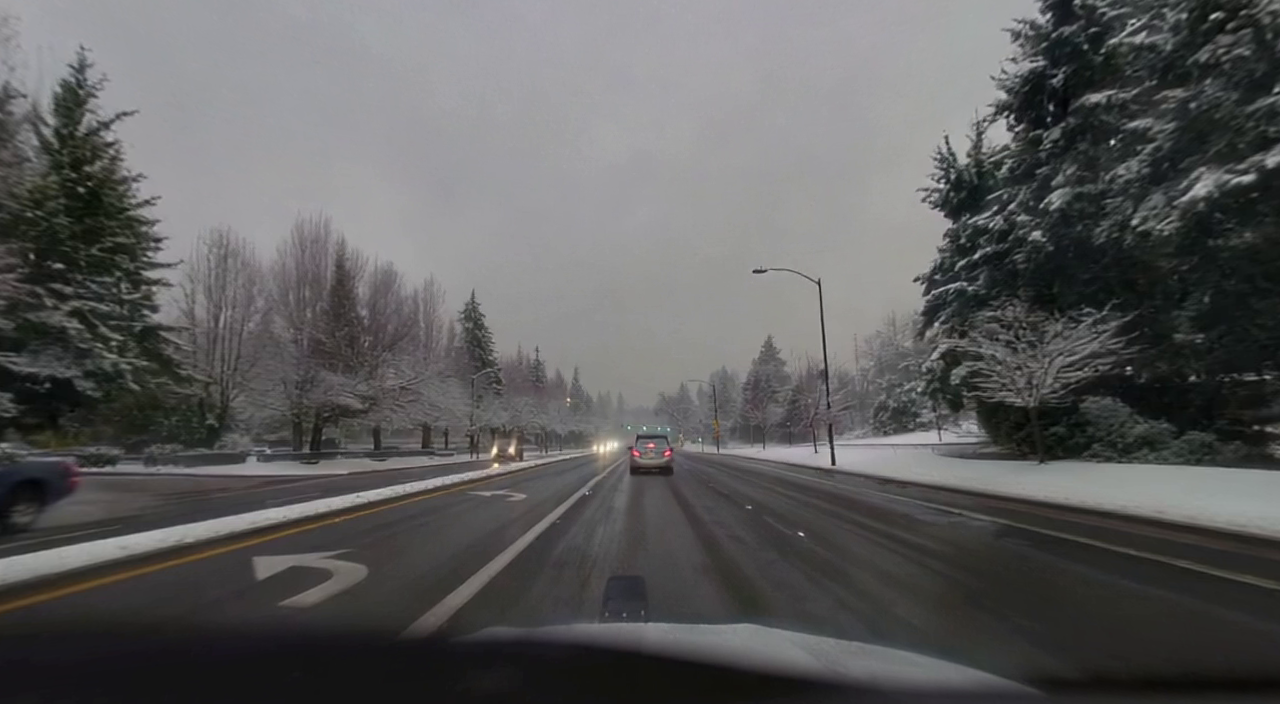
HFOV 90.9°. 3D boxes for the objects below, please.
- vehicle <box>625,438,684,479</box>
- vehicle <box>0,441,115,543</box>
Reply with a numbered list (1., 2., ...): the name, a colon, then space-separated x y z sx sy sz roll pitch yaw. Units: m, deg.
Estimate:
1. vehicle: 0.499 4.081 24.425 2.093 1.442 3.977 0 -8 -1
2. vehicle: -11.884 2.384 10.755 1.995 1.715 4.413 0 -8 0
